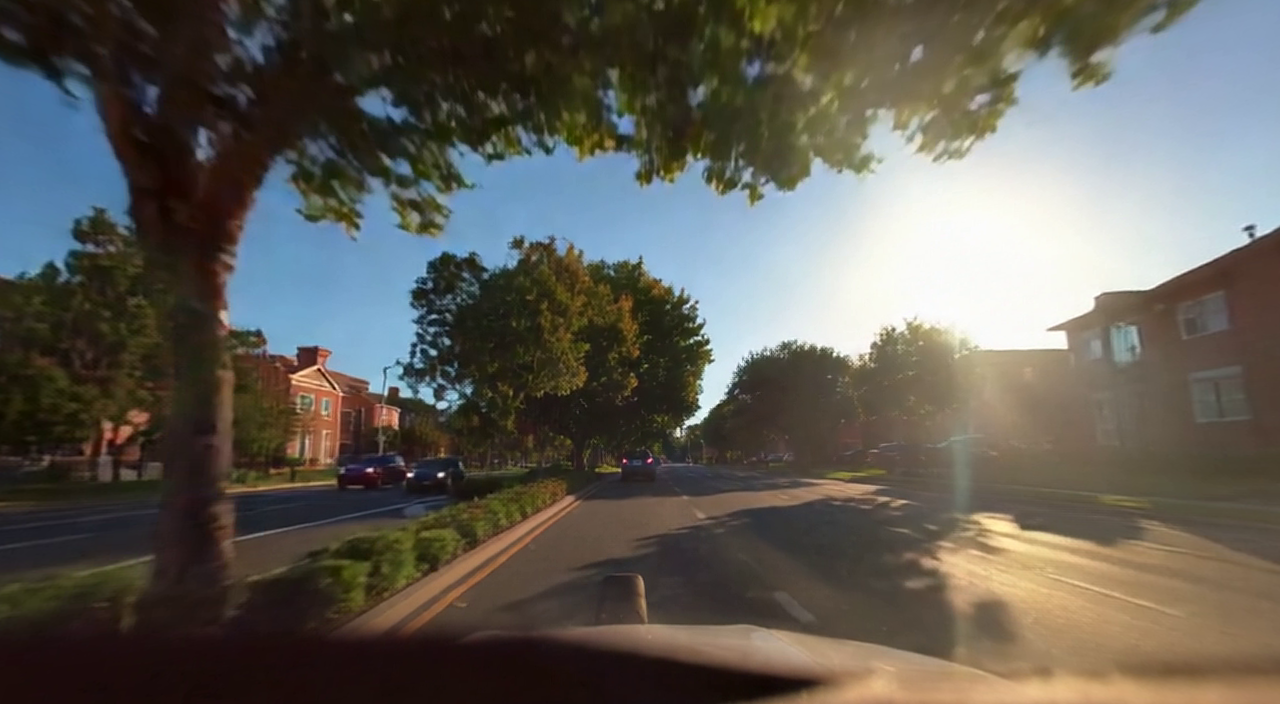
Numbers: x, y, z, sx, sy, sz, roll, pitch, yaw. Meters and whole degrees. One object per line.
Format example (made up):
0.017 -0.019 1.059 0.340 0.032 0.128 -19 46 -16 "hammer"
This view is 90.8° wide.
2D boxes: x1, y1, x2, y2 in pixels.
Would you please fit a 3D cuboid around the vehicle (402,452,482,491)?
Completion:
-8.498 5.132 27.542 1.957 1.527 4.411 0 -9 1 "vehicle"

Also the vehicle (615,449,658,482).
-0.124 5.813 32.632 2.093 1.591 4.247 0 -9 1 "vehicle"

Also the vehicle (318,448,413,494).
-11.889 5.141 27.769 2.052 1.808 4.716 0 -9 0 "vehicle"
